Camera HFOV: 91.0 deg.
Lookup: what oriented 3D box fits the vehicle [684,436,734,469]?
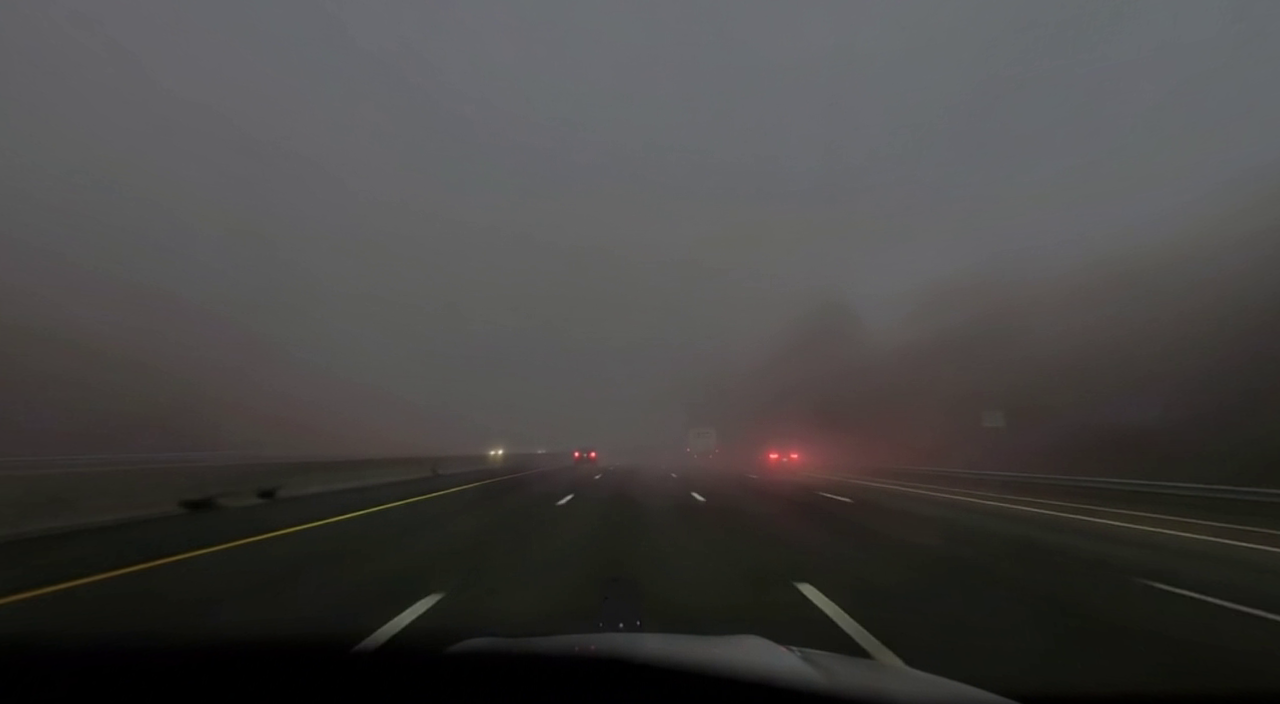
[{"bbox_3d":[4.457,6.675,41.944,2.770,1.990,5.755,0,-9,1],"label":"vehicle"}]

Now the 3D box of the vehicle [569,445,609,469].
[{"bbox_3d":[-3.312,6.920,41.717,2.164,1.507,4.748,0,-9,1],"label":"vehicle"}]

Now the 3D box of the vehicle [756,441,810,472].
[{"bbox_3d":[8.381,6.184,37.414,2.188,1.727,4.381,0,-9,0],"label":"vehicle"}]
